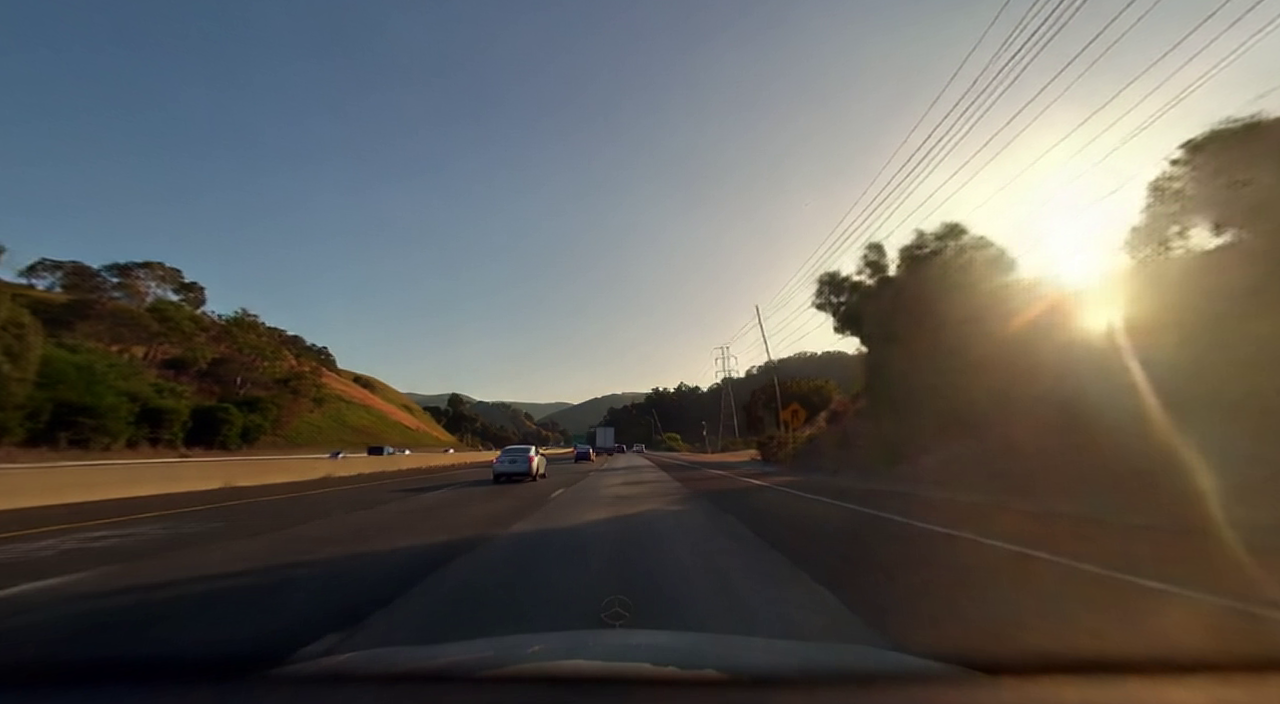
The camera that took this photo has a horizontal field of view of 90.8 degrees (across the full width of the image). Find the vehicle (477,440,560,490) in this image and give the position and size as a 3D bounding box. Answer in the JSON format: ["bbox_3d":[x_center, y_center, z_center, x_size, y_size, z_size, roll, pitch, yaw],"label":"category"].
[{"bbox_3d":[-4.053,3.854,21.879,1.963,1.533,4.477,0,-9,0],"label":"vehicle"}]
